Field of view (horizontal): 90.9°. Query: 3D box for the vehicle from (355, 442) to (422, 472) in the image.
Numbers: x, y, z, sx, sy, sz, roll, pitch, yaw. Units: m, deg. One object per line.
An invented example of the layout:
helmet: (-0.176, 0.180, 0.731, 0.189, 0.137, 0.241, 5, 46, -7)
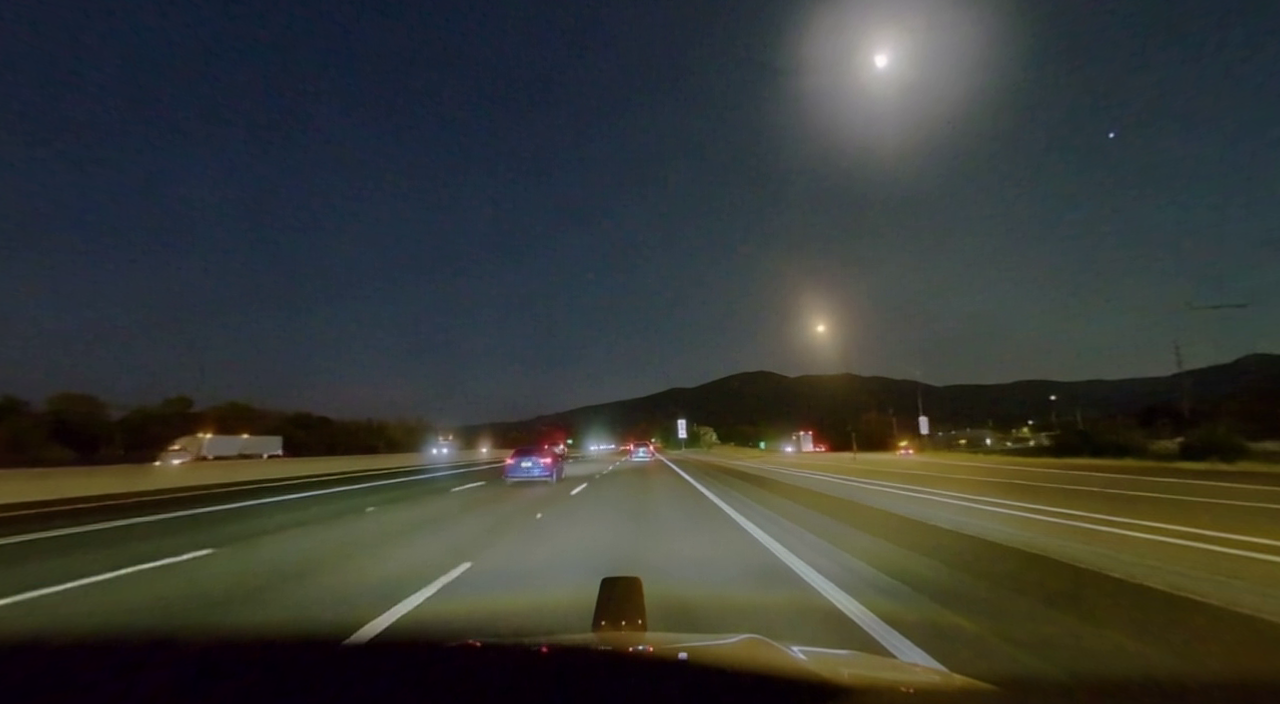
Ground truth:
vehicle: (-14.356, 6.008, 36.334, 2.047, 1.608, 4.257, -1, -8, 1)

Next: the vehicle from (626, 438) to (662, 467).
vehicle: (0.254, 6.547, 41.228, 2.194, 1.737, 4.127, 0, -8, 0)

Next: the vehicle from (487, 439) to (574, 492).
vehicle: (-3.490, 3.717, 21.066, 1.967, 1.517, 4.808, 0, -8, 1)
